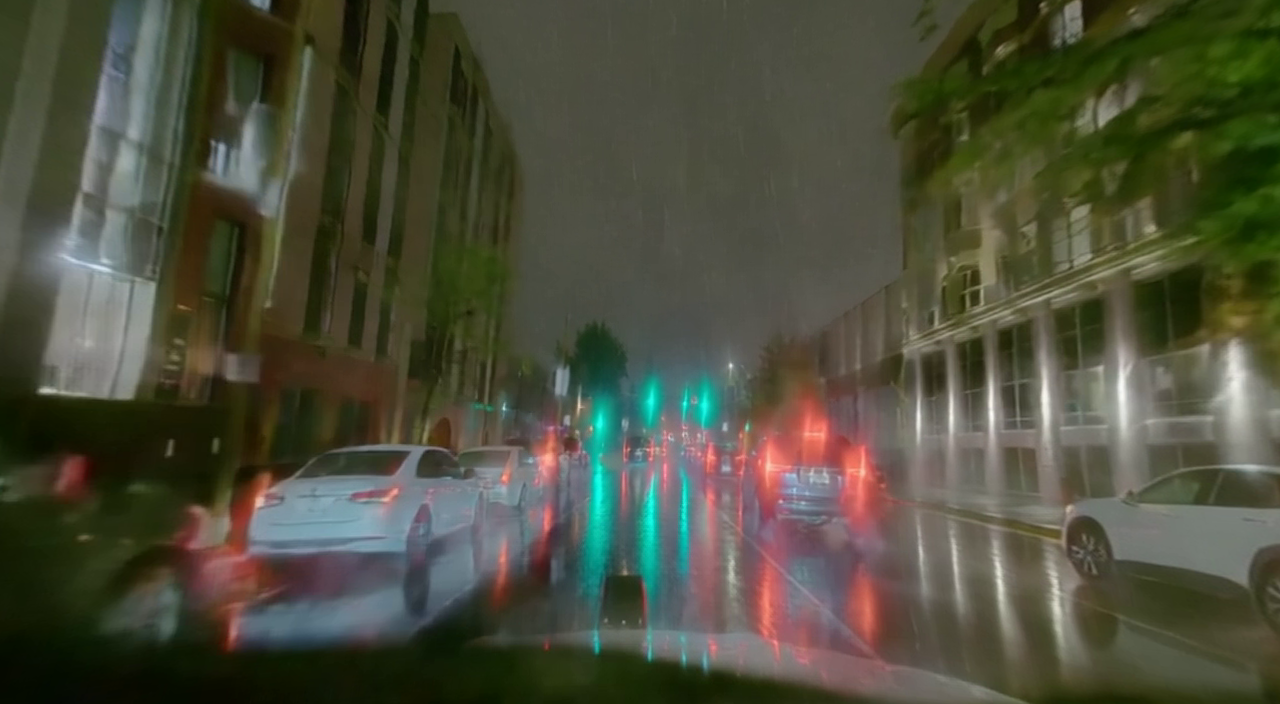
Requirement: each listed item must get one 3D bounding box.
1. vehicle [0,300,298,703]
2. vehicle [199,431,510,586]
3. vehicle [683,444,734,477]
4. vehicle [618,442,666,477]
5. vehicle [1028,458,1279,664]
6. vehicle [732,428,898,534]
[{"bbox_3d":[-3.413,0.613,1.477,2.142,1.832,5.373,0,-8,0],"label":"vehicle"},{"bbox_3d":[-3.233,1.838,8.320,1.863,1.466,4.416,0,-8,3],"label":"vehicle"},{"bbox_3d":[3.288,5.313,30.963,1.966,1.475,4.528,0,-8,-1],"label":"vehicle"},{"bbox_3d":[0.112,4.833,28.544,2.007,1.460,3.923,0,-8,1],"label":"vehicle"},{"bbox_3d":[6.302,1.973,6.536,1.913,1.624,4.116,0,-8,1],"label":"vehicle"},{"bbox_3d":[3.194,2.452,12.569,2.002,1.707,4.547,0,-8,0],"label":"vehicle"}]
